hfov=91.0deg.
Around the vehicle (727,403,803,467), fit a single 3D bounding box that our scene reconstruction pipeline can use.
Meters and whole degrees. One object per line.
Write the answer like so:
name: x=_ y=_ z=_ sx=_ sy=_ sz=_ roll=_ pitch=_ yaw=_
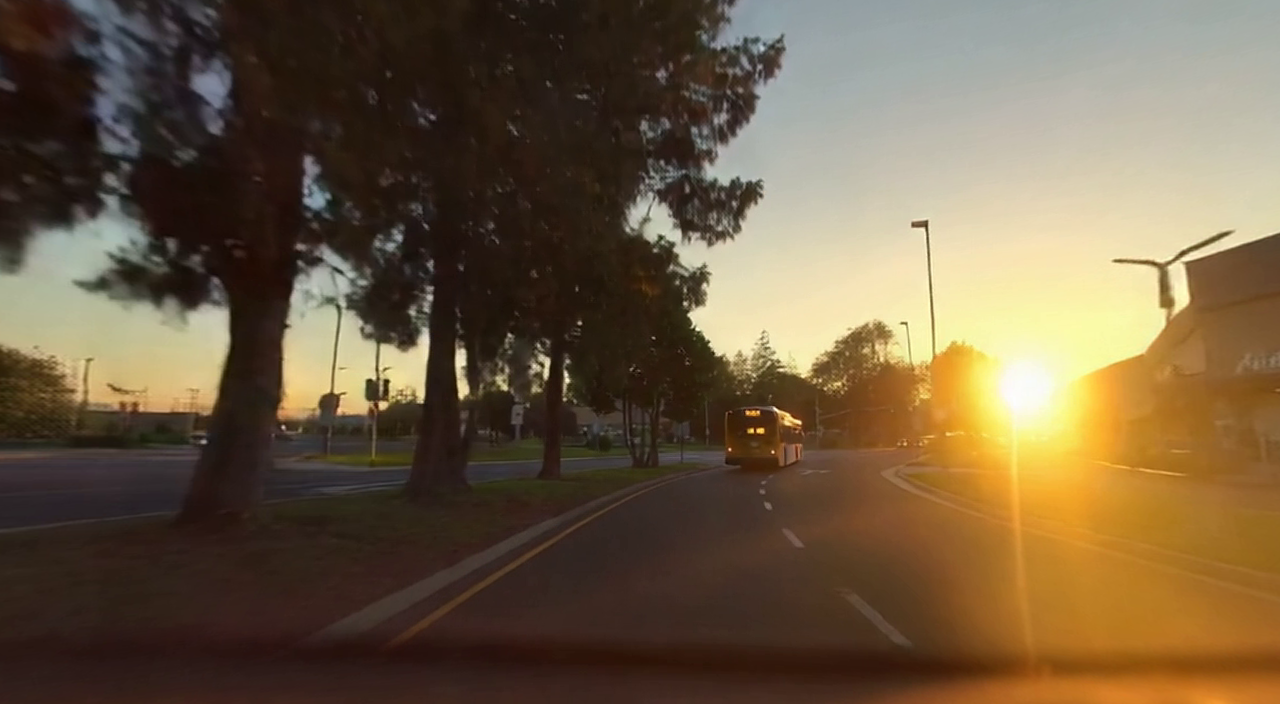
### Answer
vehicle: x=8.047 y=5.288 z=39.250 sx=3.031 sy=3.429 sz=11.005 roll=-3 pitch=-9 yaw=19
